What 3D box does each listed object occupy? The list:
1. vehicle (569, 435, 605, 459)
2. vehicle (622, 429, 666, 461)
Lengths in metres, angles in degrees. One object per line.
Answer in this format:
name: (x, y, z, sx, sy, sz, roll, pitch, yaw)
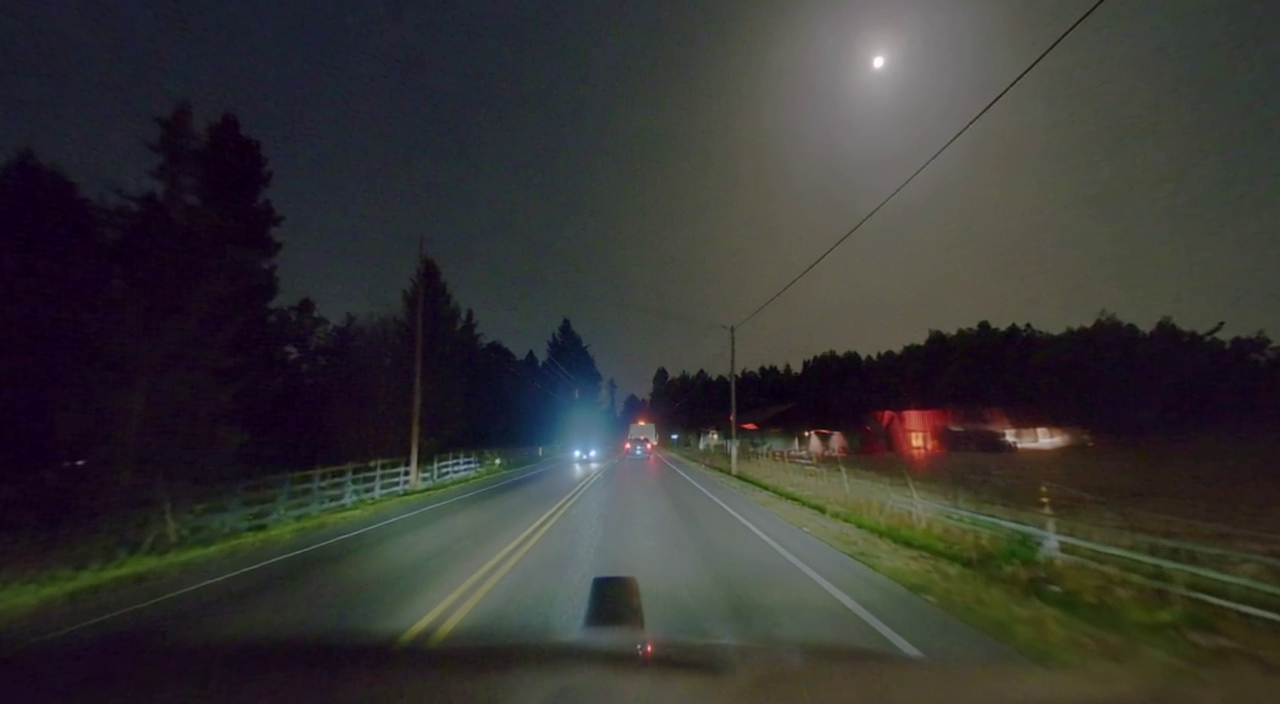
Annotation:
vehicle: (-4.008, 7.302, 48.525, 2.342, 1.778, 4.613, 0, -8, 1)
vehicle: (0.141, 6.033, 40.890, 2.649, 1.870, 5.885, 0, -8, -2)
